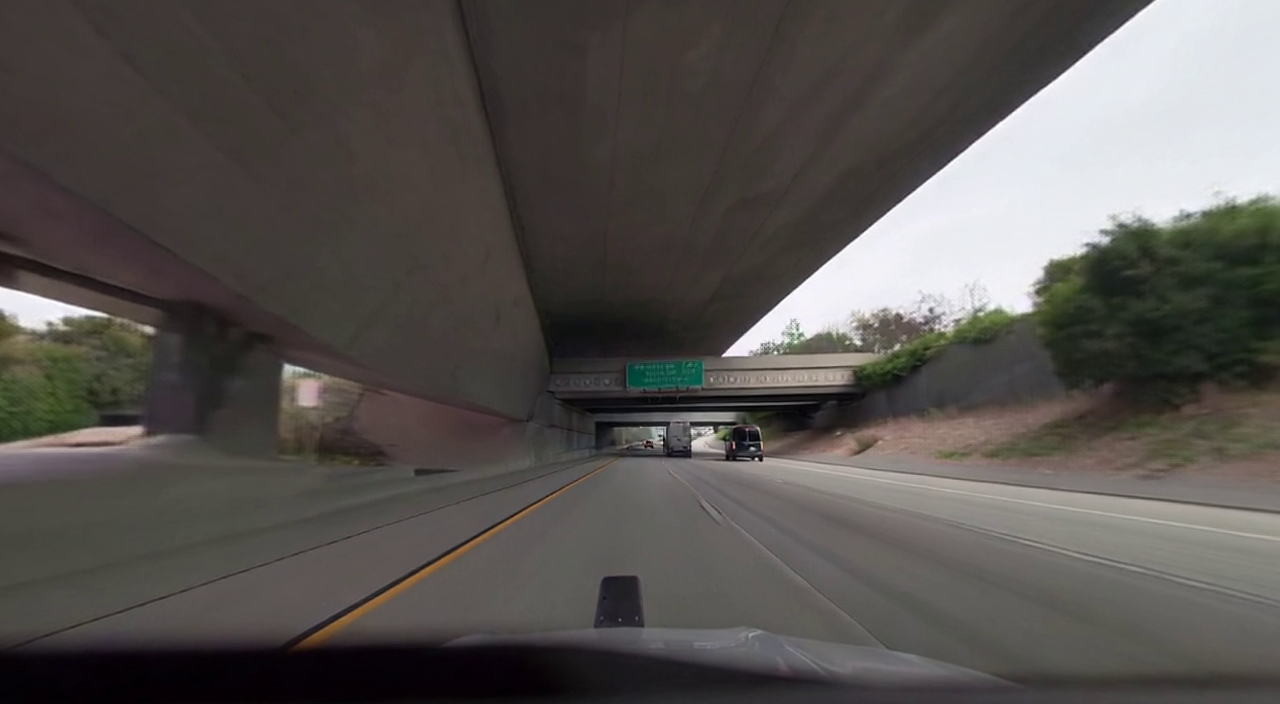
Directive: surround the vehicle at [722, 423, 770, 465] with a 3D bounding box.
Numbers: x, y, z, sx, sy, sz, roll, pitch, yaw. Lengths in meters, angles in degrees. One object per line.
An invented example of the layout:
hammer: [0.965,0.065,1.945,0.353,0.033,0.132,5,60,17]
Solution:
vehicle: [7.634,6.738,46.138,2.379,2.819,6.294,0,-8,0]
